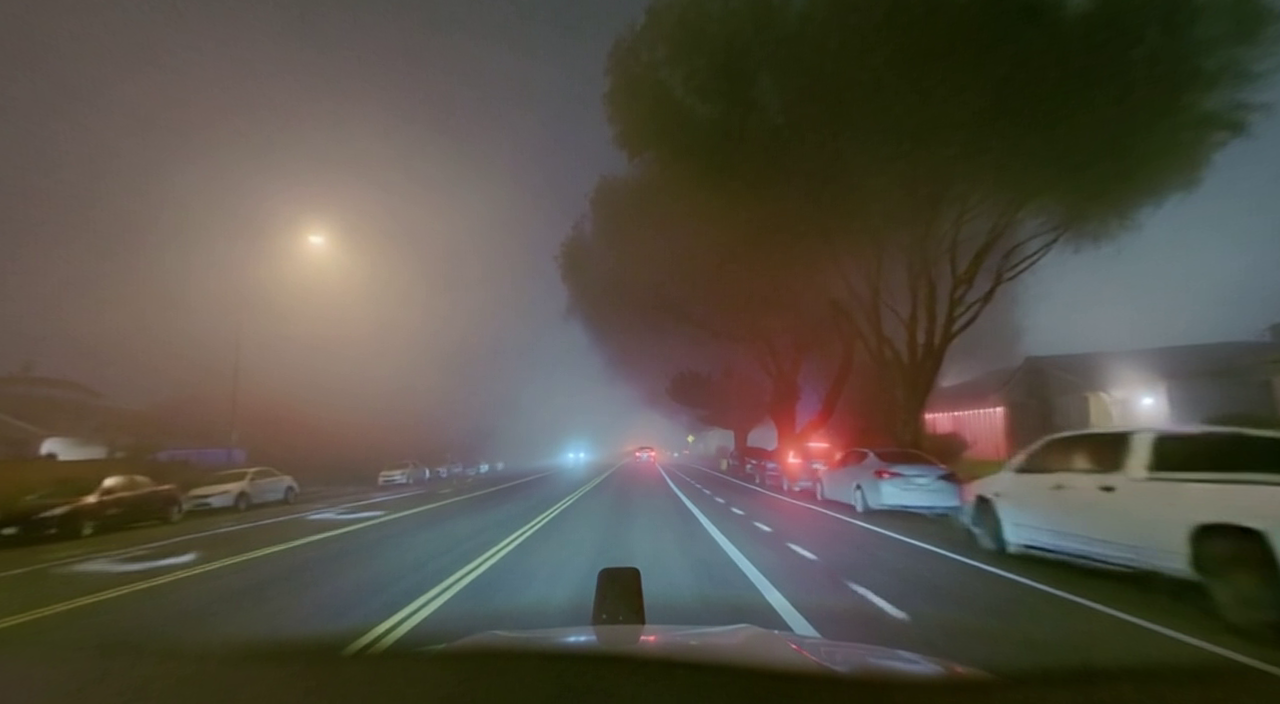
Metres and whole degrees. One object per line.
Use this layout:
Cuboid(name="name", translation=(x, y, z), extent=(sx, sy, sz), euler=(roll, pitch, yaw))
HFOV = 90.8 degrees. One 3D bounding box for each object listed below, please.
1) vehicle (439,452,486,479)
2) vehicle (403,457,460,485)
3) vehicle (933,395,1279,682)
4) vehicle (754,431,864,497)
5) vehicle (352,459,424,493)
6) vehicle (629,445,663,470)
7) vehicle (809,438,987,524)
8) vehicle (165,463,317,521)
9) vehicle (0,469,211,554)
Cuboid(name="vehicle", translation=(-12.163, 7.794, 43.602), extent=(1.905, 1.503, 5.015), euler=(-4, -8, -1))
Cuboid(name="vehicle", translation=(-12.299, 7.034, 37.639), extent=(1.916, 1.463, 4.564), euler=(0, -9, -1))
Cuboid(name="vehicle", translation=(5.038, 1.413, 5.721), extent=(2.217, 1.775, 4.960), euler=(0, -8, -2))
Cuboid(name="vehicle", translation=(5.130, 3.486, 20.008), extent=(2.078, 1.813, 4.827), euler=(0, -9, -1))
Cuboid(name="vehicle", translation=(-12.520, 6.146, 31.702), extent=(1.877, 1.505, 4.125), euler=(0, -9, 0))
Cuboid(name="vehicle", translation=(0.328, 6.614, 39.810), extent=(2.022, 1.471, 3.973), euler=(0, -9, -1))
Cuboid(name="vehicle", translation=(5.096, 2.602, 13.280), extent=(1.839, 1.478, 4.459), euler=(0, -9, 0))
Cuboid(name="vehicle", translation=(-12.359, 4.342, 20.029), extent=(1.853, 1.497, 4.527), euler=(0, -9, 0))
Cuboid(name="vehicle", translation=(-12.615, 3.553, 14.672), extent=(1.969, 1.490, 4.675), euler=(0, -9, 1))
